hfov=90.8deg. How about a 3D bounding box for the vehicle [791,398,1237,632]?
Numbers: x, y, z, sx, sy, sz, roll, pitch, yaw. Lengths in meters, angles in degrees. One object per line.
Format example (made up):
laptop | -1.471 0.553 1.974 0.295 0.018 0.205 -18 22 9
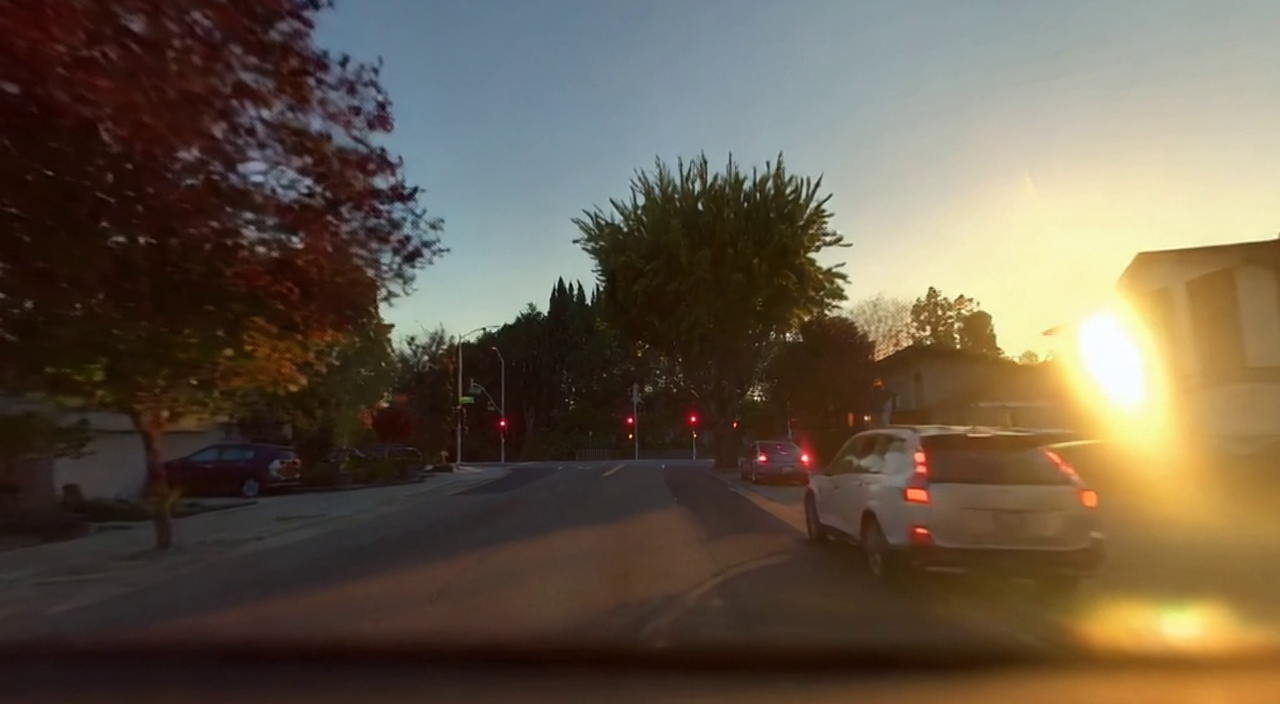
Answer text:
vehicle | 3.123 1.459 6.696 2.037 1.595 4.536 -1 -8 2

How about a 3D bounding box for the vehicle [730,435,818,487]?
vehicle | 4.259 3.531 20.879 2.065 1.478 4.828 -1 -8 3
